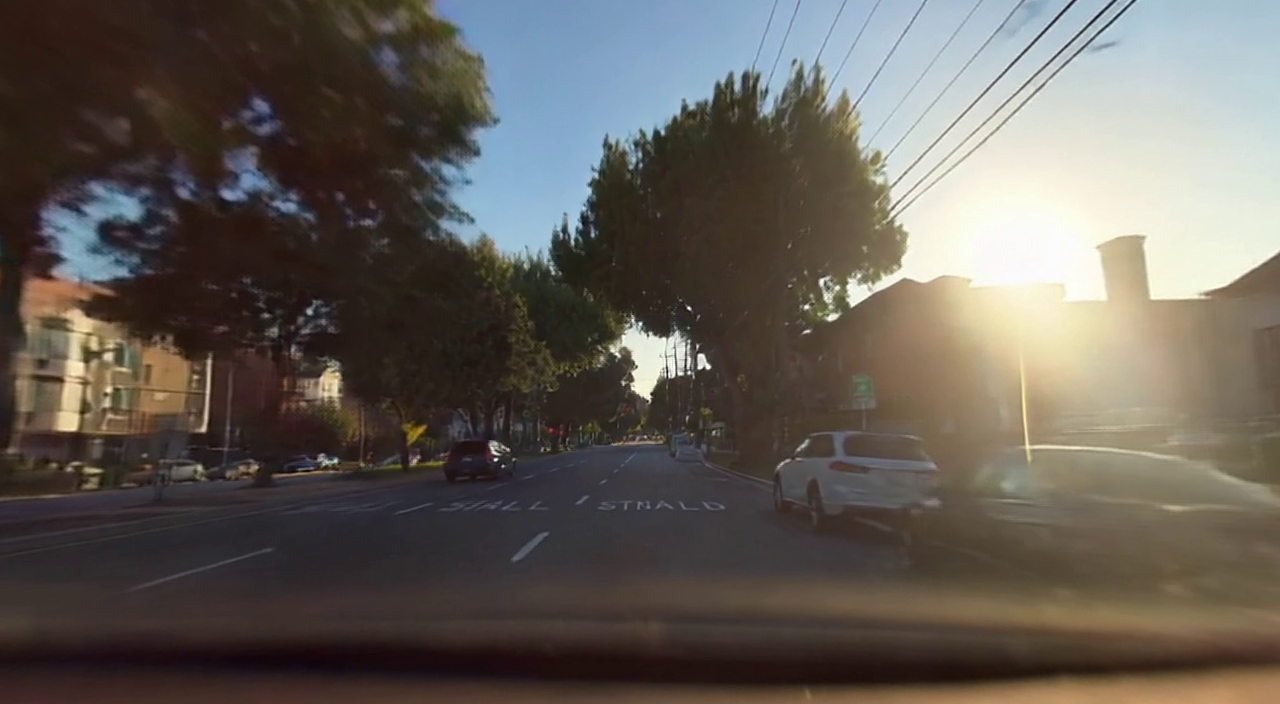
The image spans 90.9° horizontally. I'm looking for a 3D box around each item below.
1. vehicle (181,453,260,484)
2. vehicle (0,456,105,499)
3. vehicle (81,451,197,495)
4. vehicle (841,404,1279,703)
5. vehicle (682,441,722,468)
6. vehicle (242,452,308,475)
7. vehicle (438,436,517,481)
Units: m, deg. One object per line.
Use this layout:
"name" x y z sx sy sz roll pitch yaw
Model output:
"vehicle" -25.649 7.107 38.741 1.857 1.472 4.422 -4 -7 1
"vehicle" -25.834 5.309 27.016 1.926 1.557 4.385 0 -8 -1
"vehicle" -25.668 6.174 32.547 2.132 1.492 4.734 -4 -4 1
"vehicle" 3.323 1.267 4.618 2.259 1.500 4.474 0 -8 1
"vehicle" 3.854 6.442 39.980 2.048 1.556 4.753 0 -8 0
"vehicle" -25.618 7.831 44.466 1.935 1.487 4.600 -1 -10 0
"vehicle" -6.592 4.351 26.111 2.000 1.671 4.497 0 -8 1
